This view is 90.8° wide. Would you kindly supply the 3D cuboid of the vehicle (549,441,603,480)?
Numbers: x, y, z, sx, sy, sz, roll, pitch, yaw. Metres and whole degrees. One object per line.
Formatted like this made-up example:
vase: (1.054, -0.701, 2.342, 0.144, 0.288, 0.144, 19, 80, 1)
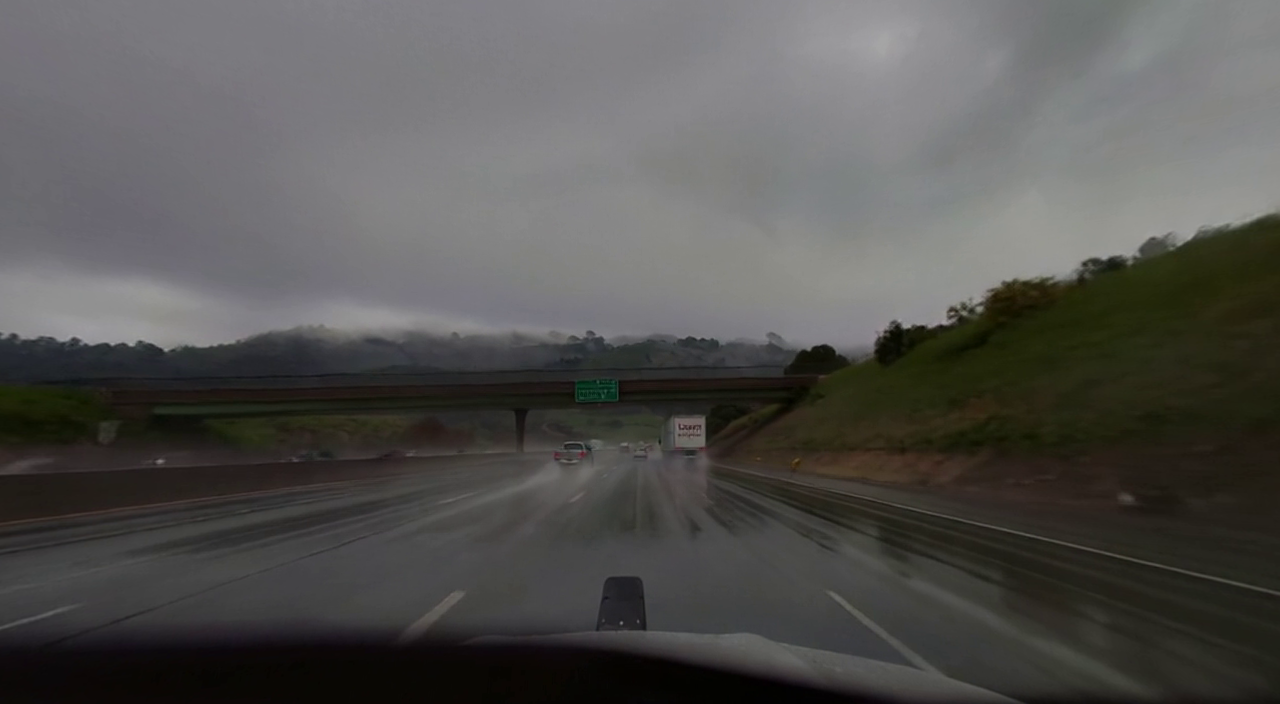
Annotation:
vehicle: (-2.925, 5.084, 29.717, 2.052, 1.654, 4.303, 0, -9, 1)
